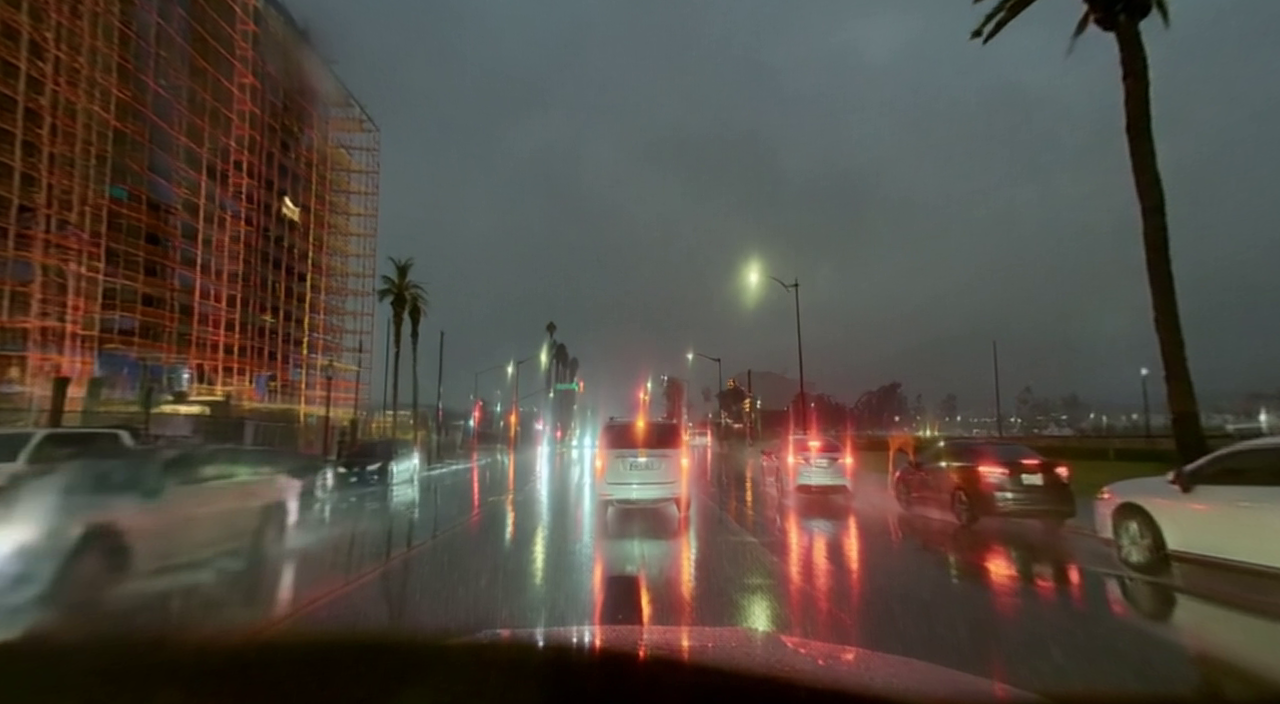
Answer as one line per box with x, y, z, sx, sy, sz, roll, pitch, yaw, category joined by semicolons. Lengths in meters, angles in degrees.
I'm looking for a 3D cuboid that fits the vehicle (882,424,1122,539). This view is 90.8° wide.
6.180;2.185;11.489;1.819;1.672;4.139;0;-7;-1;vehicle

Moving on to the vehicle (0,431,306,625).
-5.953;1.692;7.124;2.020;1.486;4.363;0;-8;-1;vehicle

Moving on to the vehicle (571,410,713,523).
0.017;2.144;12.287;2.264;1.798;4.258;0;-8;0;vehicle

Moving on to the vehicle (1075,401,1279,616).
6.346;1.336;5.445;1.886;1.792;4.525;0;-8;-1;vehicle

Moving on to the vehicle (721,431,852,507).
3.154;2.616;14.537;1.999;1.487;3.939;0;-8;-1;vehicle
